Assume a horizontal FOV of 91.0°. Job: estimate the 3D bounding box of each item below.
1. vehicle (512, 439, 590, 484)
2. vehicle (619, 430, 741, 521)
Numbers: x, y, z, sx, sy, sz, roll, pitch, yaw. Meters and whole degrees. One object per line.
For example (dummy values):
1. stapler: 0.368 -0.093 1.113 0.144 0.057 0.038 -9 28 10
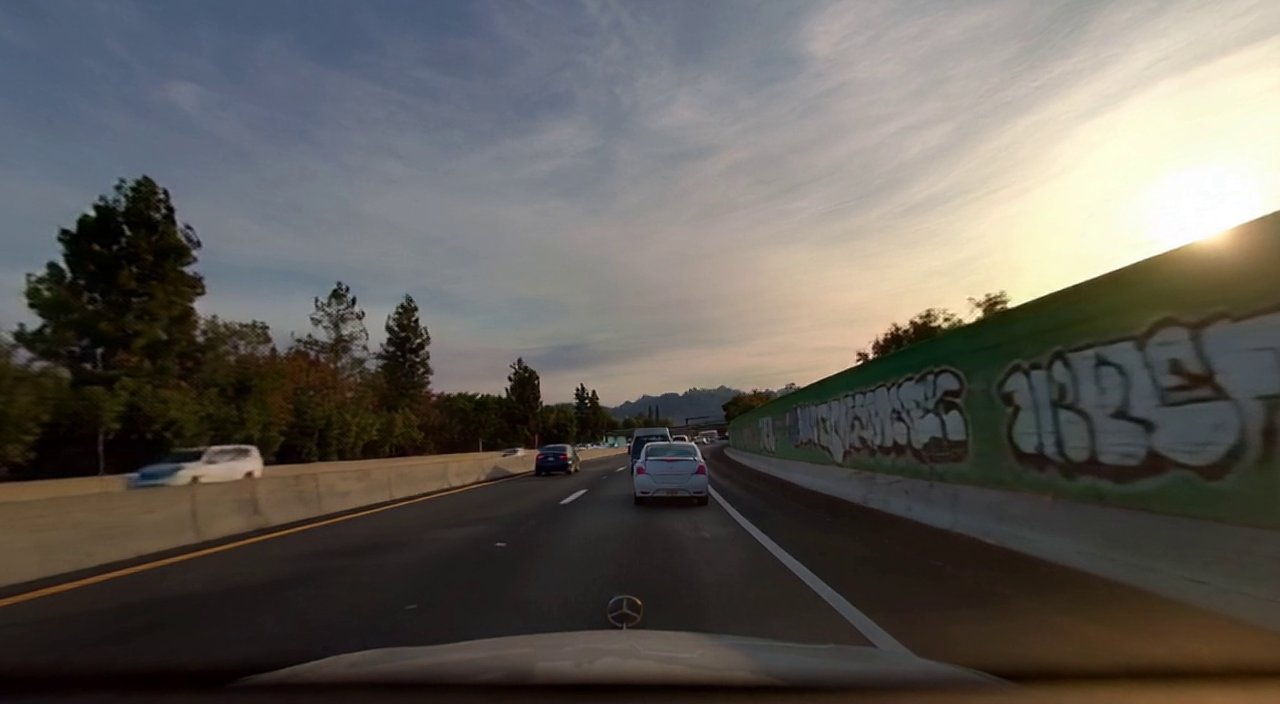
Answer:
1. vehicle: -3.148 3.976 23.196 2.059 1.471 4.152 0 -8 3
2. vehicle: 0.743 2.388 12.747 2.077 1.533 3.854 0 -8 2
